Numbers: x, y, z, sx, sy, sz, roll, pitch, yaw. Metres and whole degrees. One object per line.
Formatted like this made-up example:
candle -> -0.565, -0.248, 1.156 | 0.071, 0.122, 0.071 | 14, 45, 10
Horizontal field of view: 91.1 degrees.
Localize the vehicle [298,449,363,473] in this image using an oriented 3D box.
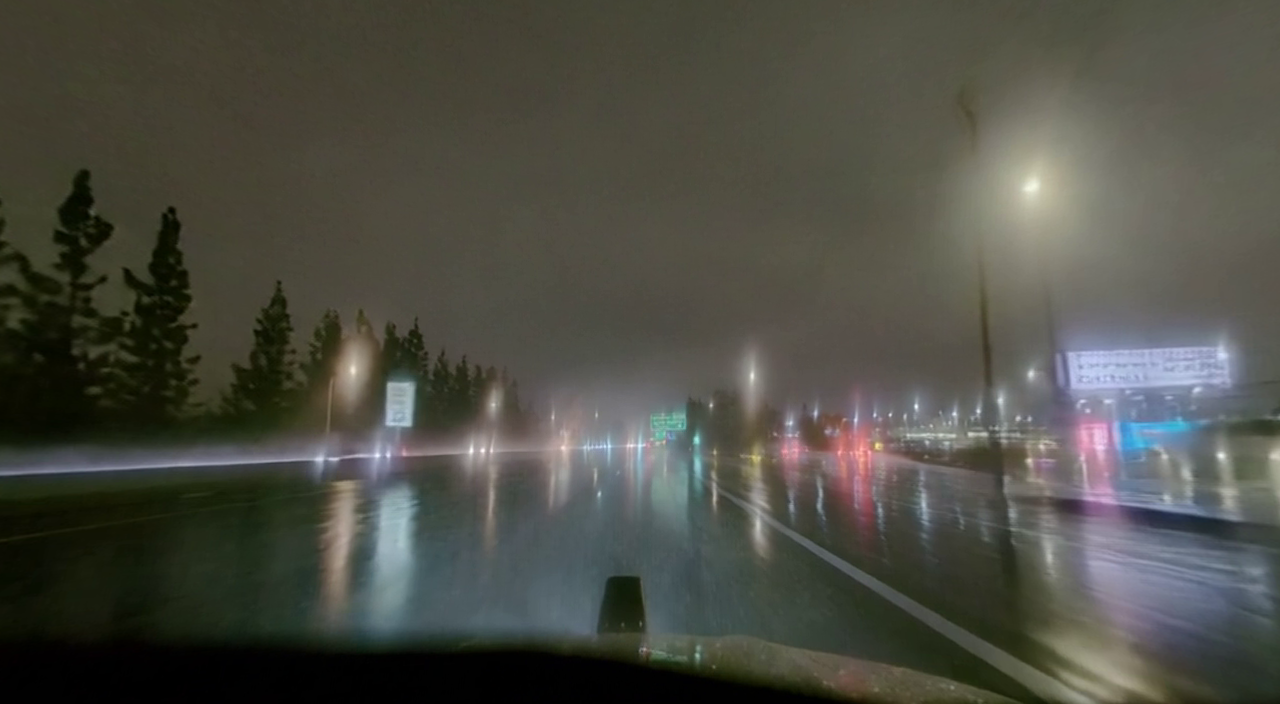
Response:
vehicle -> -20.095, 7.077, 41.013 | 1.846, 1.473, 4.562 | 0, -8, 1
